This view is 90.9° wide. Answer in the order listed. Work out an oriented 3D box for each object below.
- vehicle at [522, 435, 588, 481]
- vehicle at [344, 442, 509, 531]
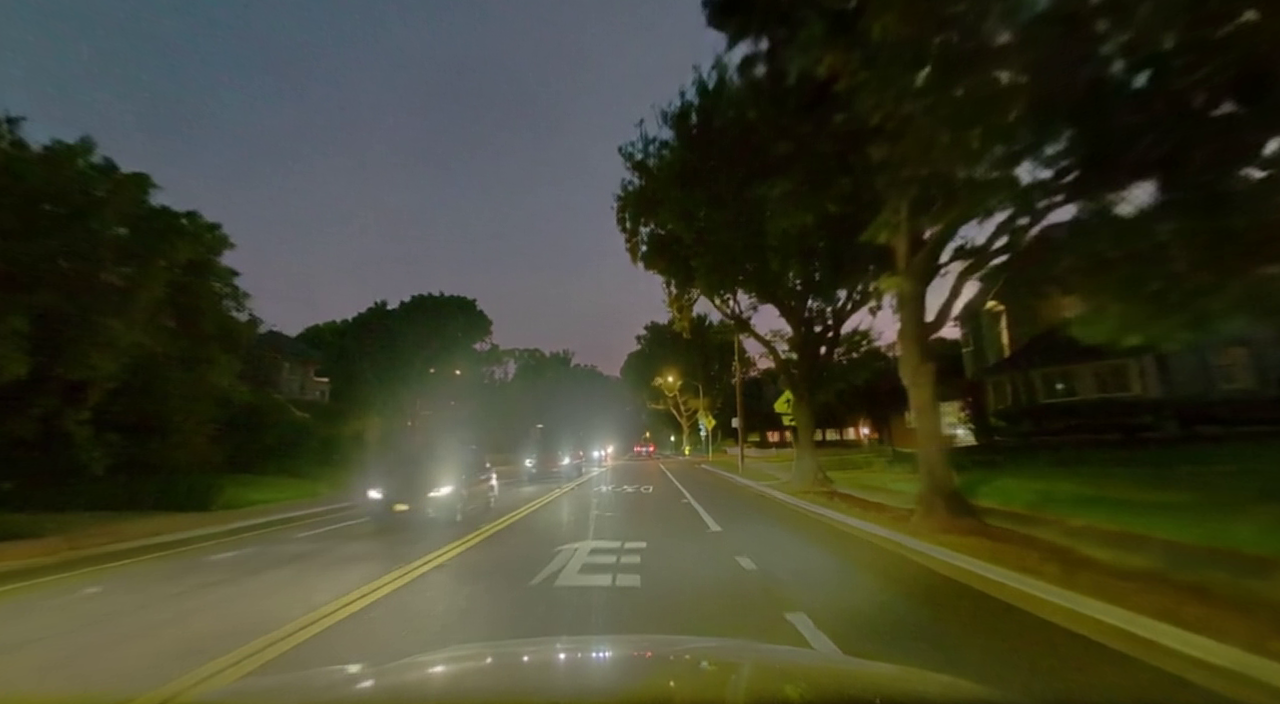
[{"bbox_3d":[-3.911,4.994,29.959,2.267,1.975,5.112,0,-9,2],"label":"vehicle"},{"bbox_3d":[-4.183,2.673,13.166,1.905,1.510,4.172,-1,-9,1],"label":"vehicle"}]
